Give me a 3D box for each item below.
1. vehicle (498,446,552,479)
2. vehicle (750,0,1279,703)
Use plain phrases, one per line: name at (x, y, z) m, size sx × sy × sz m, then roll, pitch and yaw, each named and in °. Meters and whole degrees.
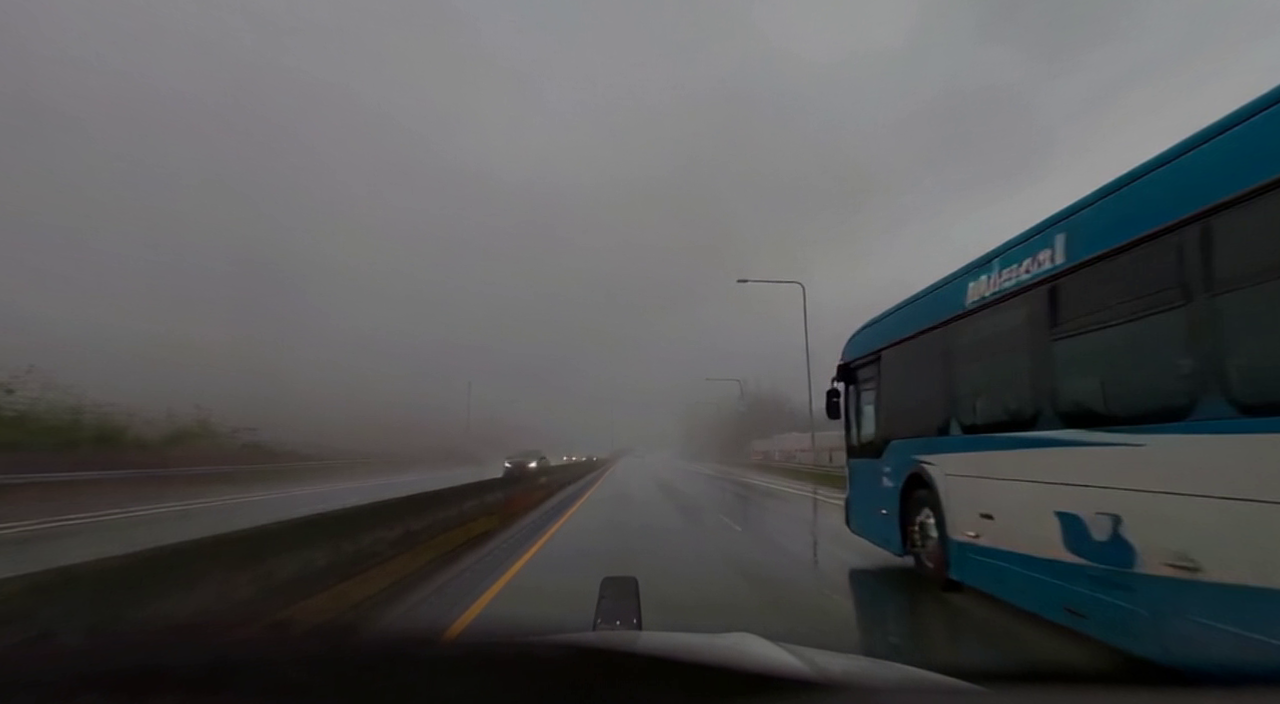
vehicle at (-5.771, 5.598, 32.058) m, size 1.977 × 1.530 × 4.328 m, roll -1°, pitch -9°, yaw 0°
vehicle at (3.729, -0.239, 3.958) m, size 3.277 × 4.084 × 14.213 m, roll 0°, pitch -9°, yaw -1°
